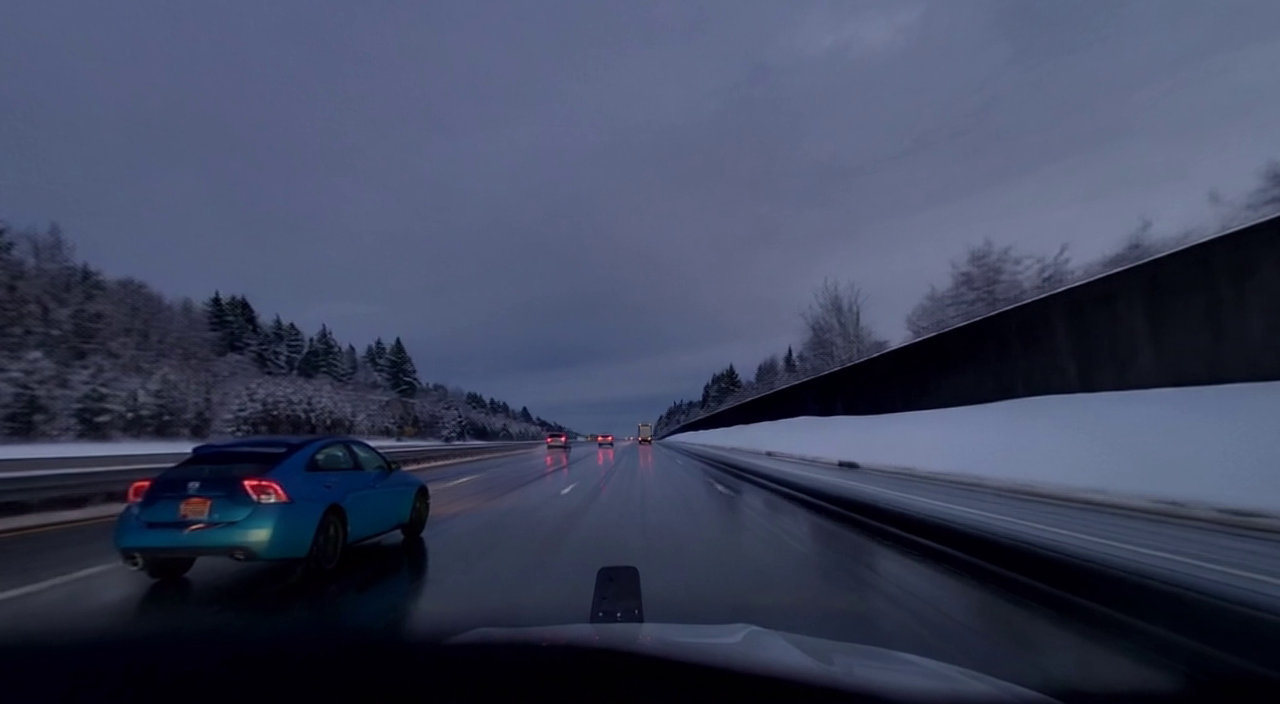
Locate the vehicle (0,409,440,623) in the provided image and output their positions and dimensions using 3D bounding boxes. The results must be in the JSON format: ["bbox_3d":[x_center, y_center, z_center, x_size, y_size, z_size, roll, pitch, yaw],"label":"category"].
[{"bbox_3d":[-3.758,1.423,6.448,2.079,1.500,3.881,0,-8,1],"label":"vehicle"}]
